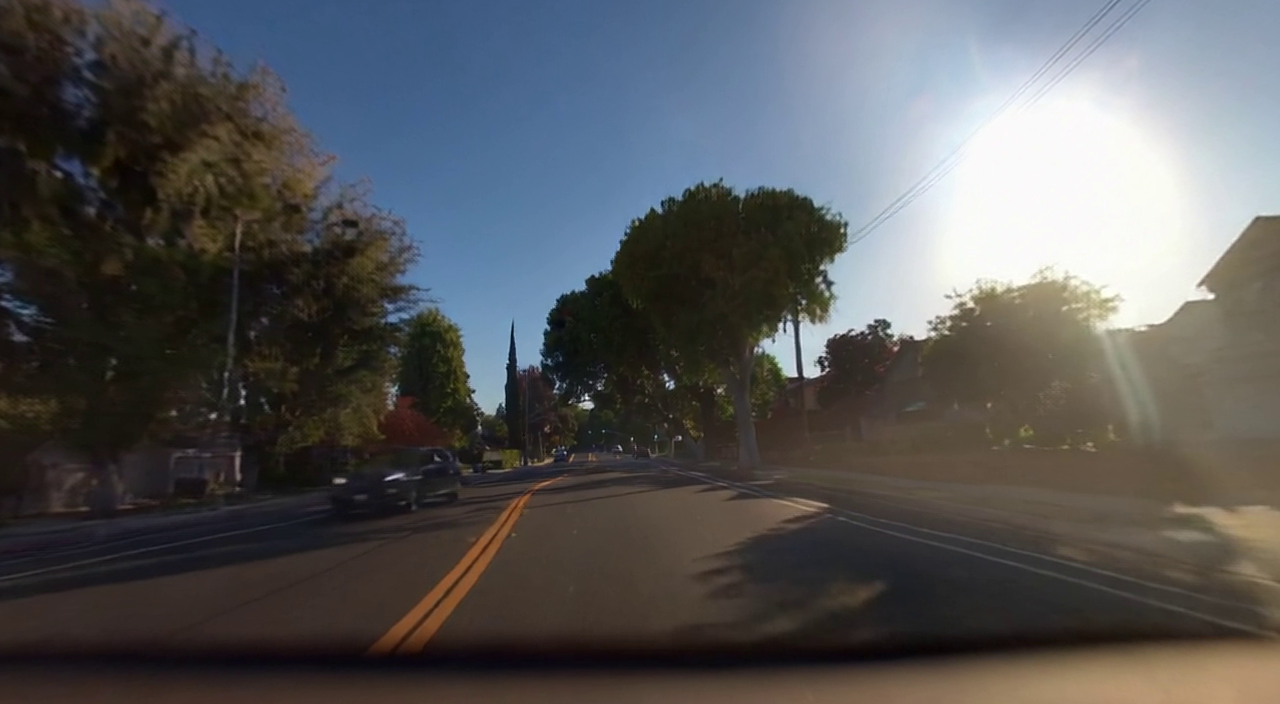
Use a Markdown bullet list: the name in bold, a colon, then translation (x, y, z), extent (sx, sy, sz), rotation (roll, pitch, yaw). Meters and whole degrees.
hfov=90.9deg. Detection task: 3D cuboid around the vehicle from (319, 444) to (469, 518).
- **vehicle**: translation (-6.023, 3.171, 16.083), extent (1.951, 1.612, 4.269), rotation (-1, -9, 2)
